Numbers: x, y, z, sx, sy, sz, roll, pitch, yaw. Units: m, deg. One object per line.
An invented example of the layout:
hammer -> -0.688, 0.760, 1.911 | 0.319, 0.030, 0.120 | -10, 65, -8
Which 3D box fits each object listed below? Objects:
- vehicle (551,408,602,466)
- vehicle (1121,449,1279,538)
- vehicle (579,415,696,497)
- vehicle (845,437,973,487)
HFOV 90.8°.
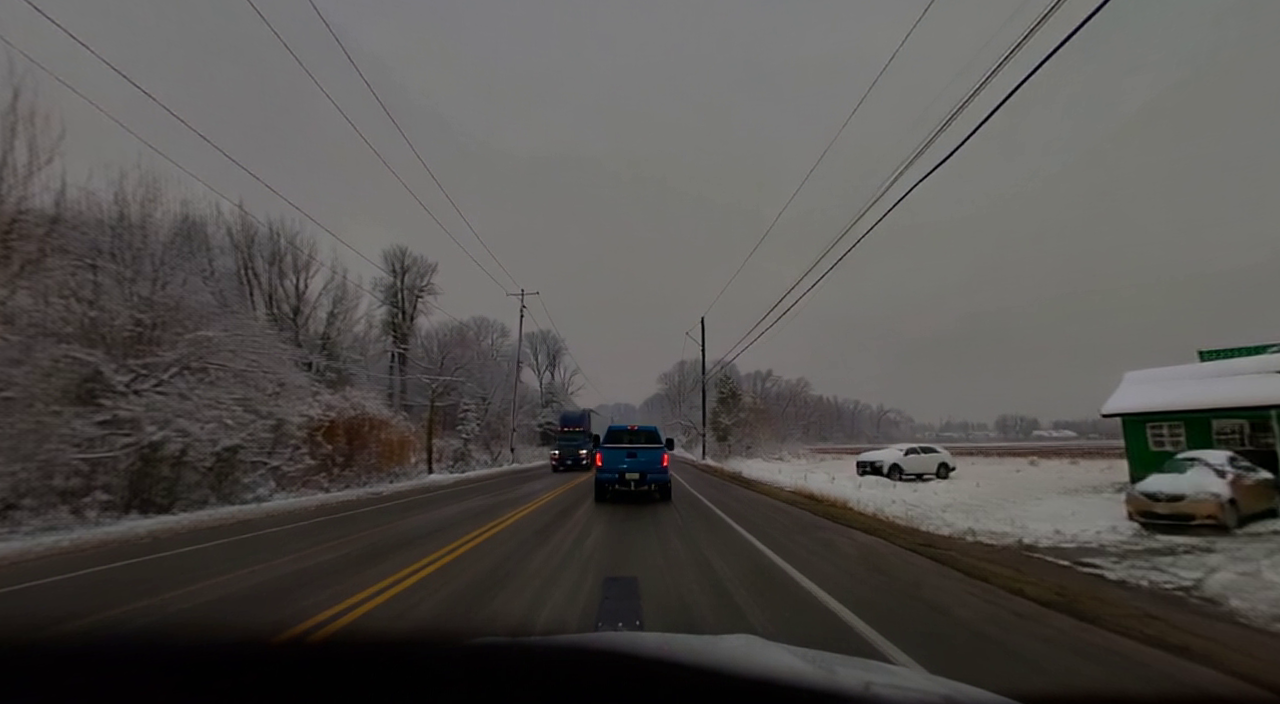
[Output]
vehicle -> -4.626, 6.513, 47.851 | 3.063, 3.986, 7.883 | 0, -8, 0
vehicle -> 11.938, 2.688, 12.654 | 4.571, 1.451, 1.906 | 5, -10, -29
vehicle -> -0.059, 3.161, 19.607 | 2.921, 2.031, 7.416 | 0, -8, 0
vehicle -> 10.750, 4.310, 25.076 | 5.304, 1.754, 2.340 | 7, -11, -38
